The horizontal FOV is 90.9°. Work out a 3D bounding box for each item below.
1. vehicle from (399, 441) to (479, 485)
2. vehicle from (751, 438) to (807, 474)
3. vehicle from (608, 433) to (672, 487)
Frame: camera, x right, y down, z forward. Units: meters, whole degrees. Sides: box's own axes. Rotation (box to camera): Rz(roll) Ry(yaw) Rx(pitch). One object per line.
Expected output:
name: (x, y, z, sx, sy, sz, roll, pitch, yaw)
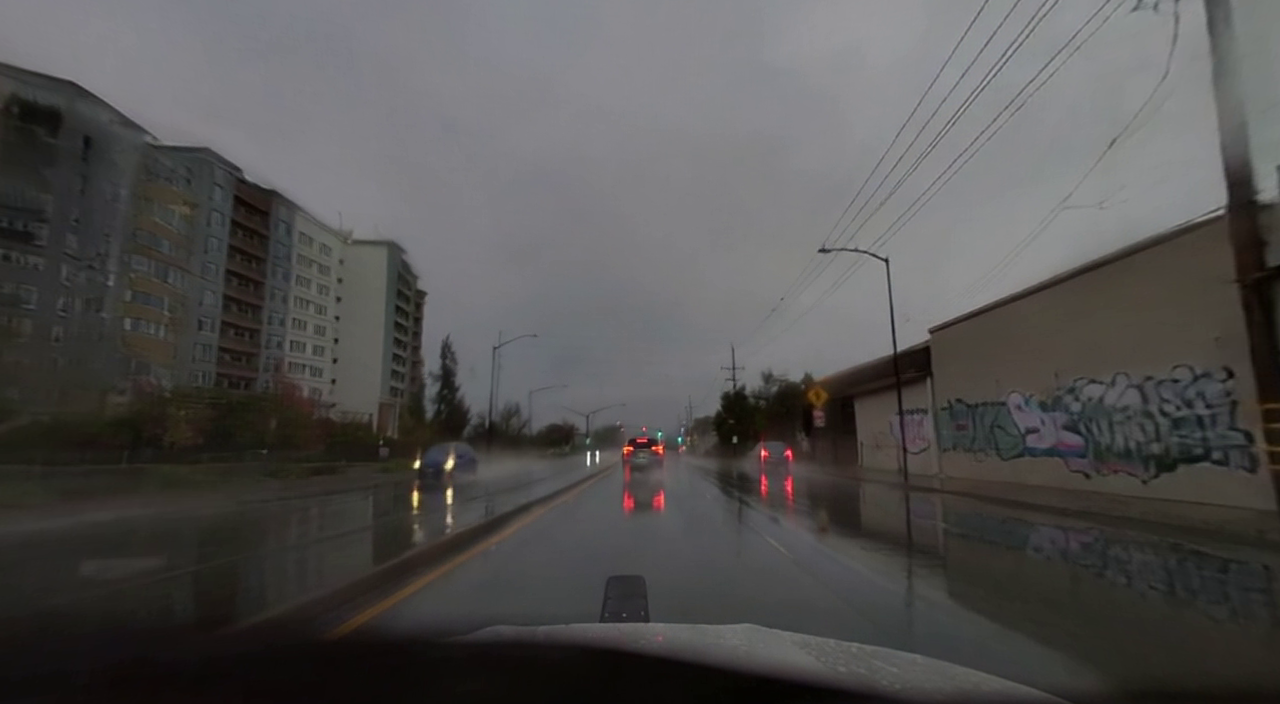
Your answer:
vehicle: (-8.840, 4.896, 28.154, 1.979, 1.794, 4.264, -1, -8, 3)
vehicle: (7.084, 5.324, 32.500, 1.952, 1.749, 4.311, 0, -8, 1)
vehicle: (0.048, 3.990, 23.634, 2.160, 1.786, 4.702, 0, -8, 1)
